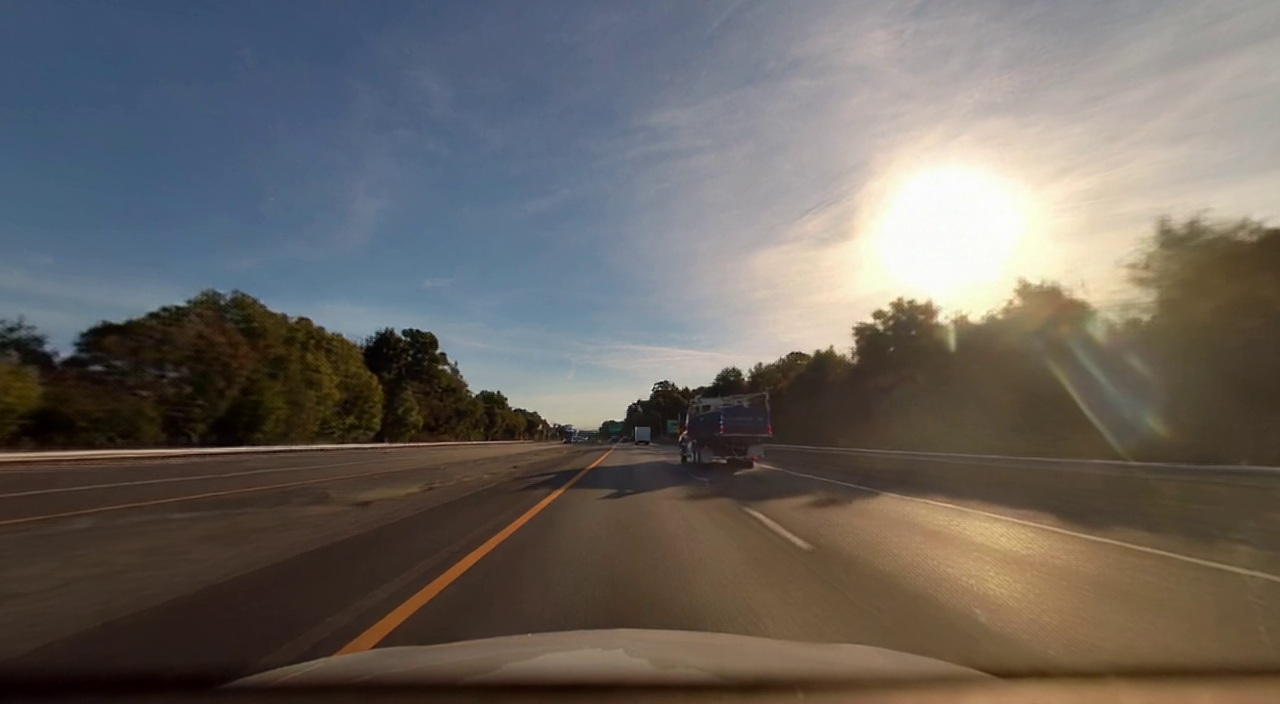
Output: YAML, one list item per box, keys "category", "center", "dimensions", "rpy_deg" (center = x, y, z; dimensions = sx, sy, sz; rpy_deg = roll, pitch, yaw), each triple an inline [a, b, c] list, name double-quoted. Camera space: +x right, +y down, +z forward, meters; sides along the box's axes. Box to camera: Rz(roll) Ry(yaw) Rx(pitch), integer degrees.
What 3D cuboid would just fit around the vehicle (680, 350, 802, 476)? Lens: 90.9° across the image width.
- category: "vehicle"
  center: [3.550, 2.659, 25.453]
  dimensions: [2.911, 3.994, 10.840]
  rpy_deg: [0, -8, -1]
